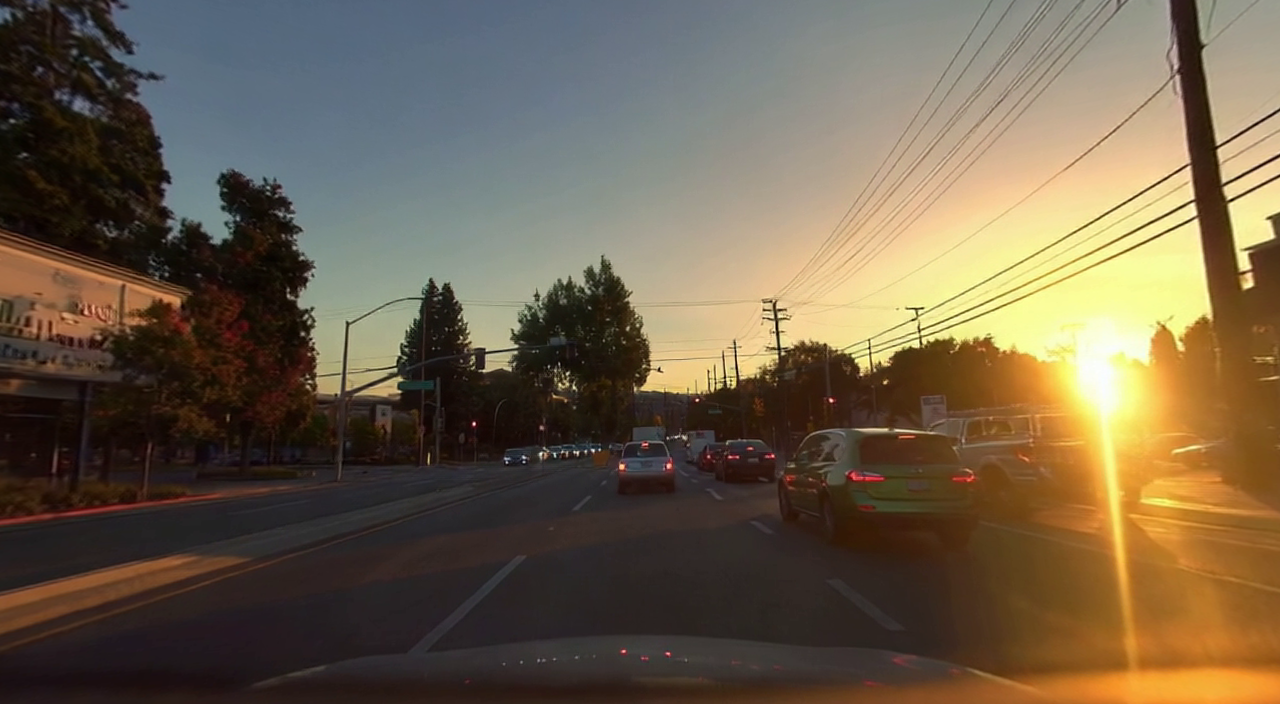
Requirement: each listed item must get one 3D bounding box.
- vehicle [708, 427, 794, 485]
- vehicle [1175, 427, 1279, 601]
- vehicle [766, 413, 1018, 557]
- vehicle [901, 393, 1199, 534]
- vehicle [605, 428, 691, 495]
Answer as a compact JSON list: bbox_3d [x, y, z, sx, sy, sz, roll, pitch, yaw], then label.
[{"bbox_3d":[3.742,3.608,22.225,2.060,1.789,4.712,0,-9,-1],"label":"vehicle"},{"bbox_3d":[6.277,1.136,3.870,1.906,1.435,4.670,0,-9,0],"label":"vehicle"},{"bbox_3d":[3.304,1.837,9.400,1.998,1.620,4.267,0,-9,0],"label":"vehicle"},{"bbox_3d":[6.716,1.909,11.229,2.080,1.958,4.653,0,-9,-1],"label":"vehicle"},{"bbox_3d":[0.211,3.062,17.931,2.149,1.668,3.962,0,-9,1],"label":"vehicle"}]
